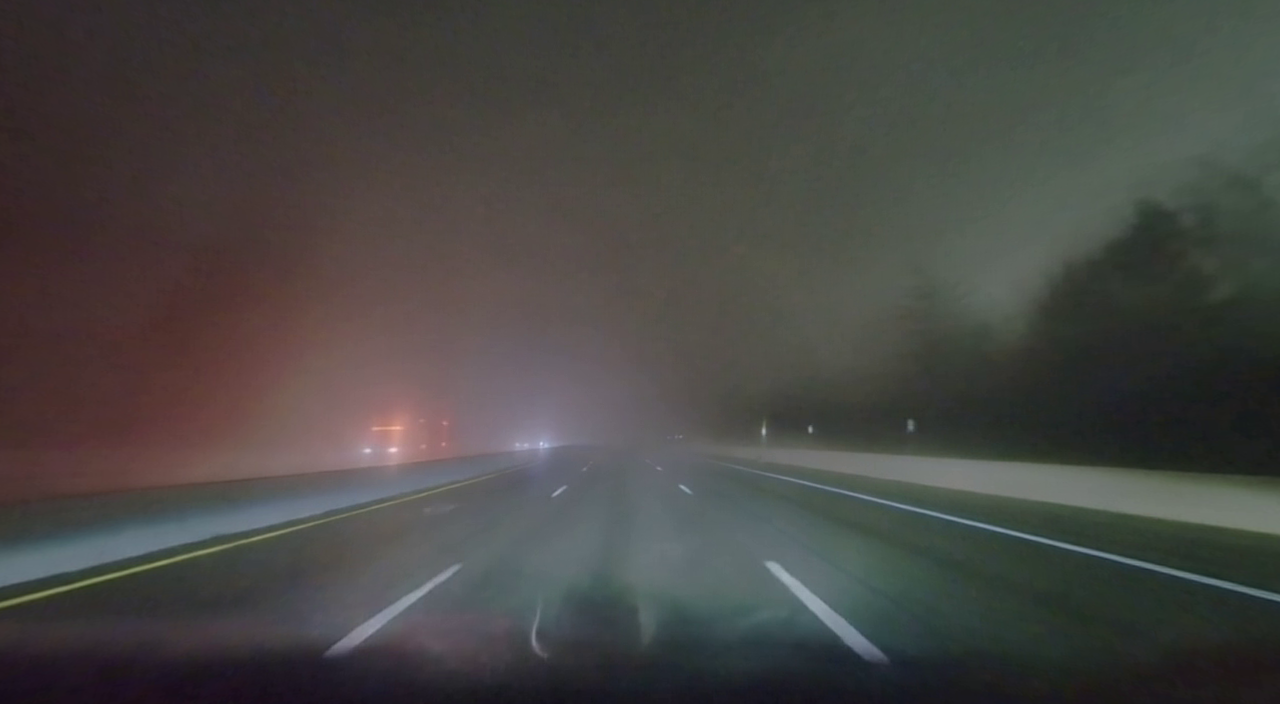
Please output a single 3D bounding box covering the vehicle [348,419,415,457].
[{"bbox_3d":[-17.712,5.968,43.484,2.329,2.433,5.654,0,-8,-1],"label":"vehicle"}]
